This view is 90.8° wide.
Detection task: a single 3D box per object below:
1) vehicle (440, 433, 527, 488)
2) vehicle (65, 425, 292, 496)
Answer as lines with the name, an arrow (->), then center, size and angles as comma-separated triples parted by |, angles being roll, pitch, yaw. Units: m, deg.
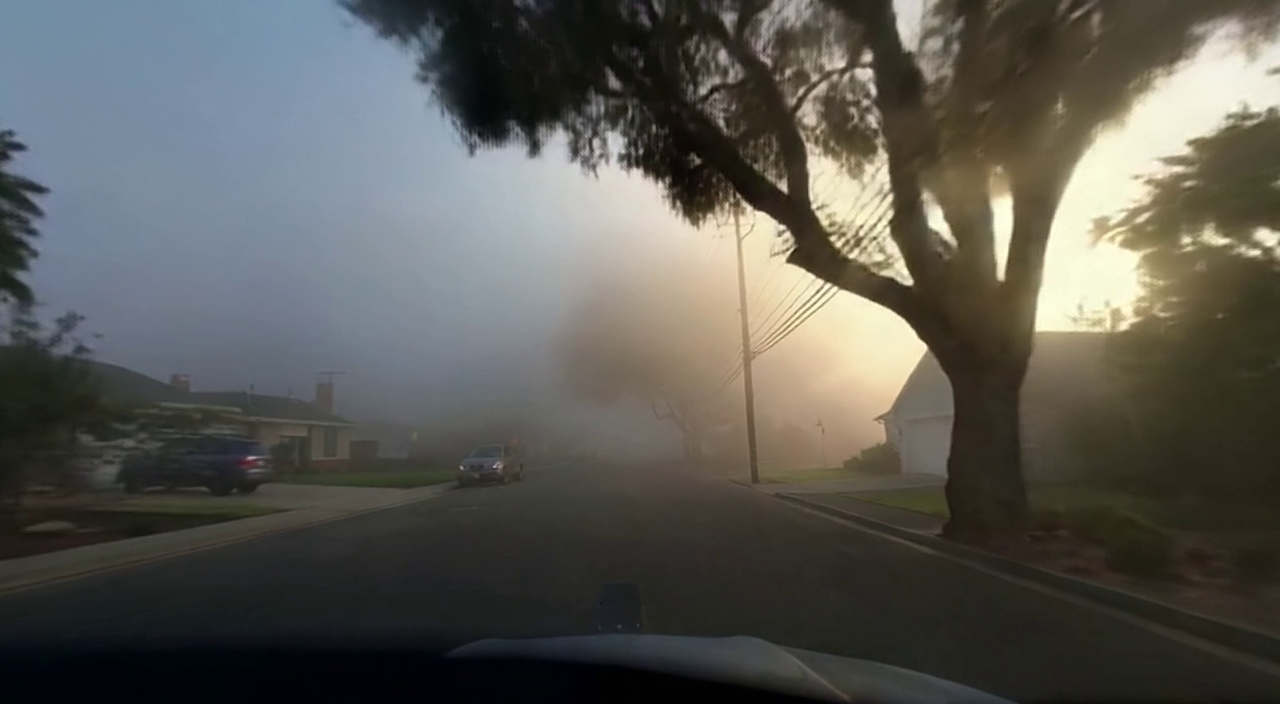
vehicle -> -6.988, 5.001, 29.114 | 2.739, 2.164, 6.065 | -1, -10, -3
vehicle -> -13.664, 3.229, 19.005 | 5.033, 1.997, 2.126 | 0, -9, -1
